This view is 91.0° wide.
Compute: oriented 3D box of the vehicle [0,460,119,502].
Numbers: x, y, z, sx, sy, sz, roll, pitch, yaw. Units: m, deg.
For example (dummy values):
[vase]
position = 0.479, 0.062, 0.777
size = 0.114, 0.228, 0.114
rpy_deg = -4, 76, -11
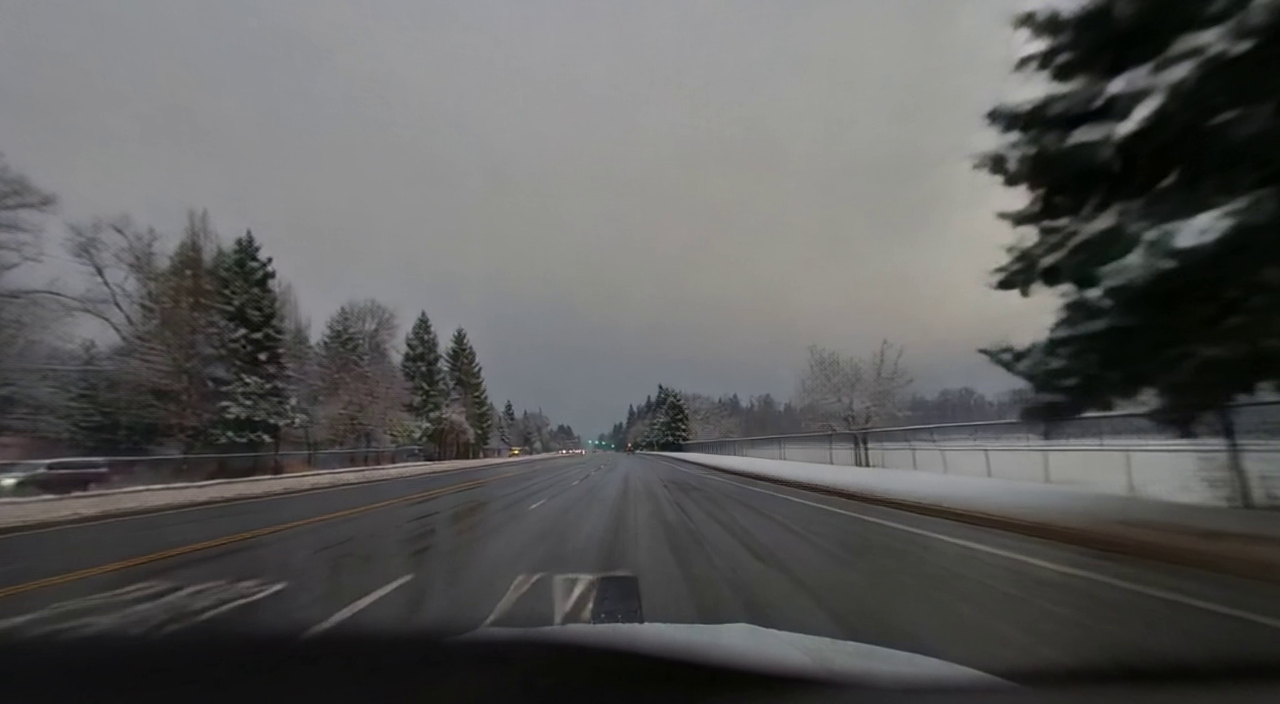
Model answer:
[vehicle]
position = -24.230, 5.210, 25.797
size = 1.914, 1.500, 4.462
rpy_deg = -1, -9, 0
